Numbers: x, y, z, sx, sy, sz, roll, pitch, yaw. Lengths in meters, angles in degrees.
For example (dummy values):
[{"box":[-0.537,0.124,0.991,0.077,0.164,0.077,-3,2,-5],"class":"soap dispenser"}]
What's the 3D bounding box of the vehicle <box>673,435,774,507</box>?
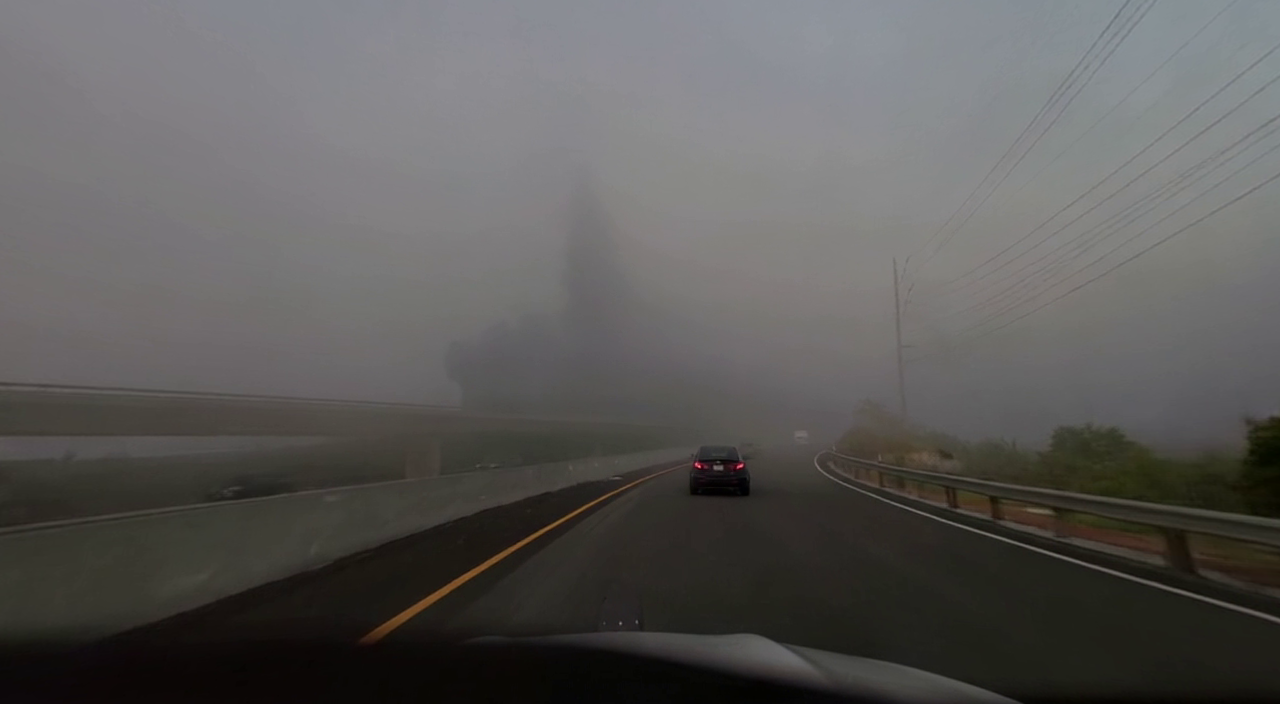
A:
[{"box":[2.017,2.841,15.509,2.091,1.482,4.321,-1,-9,7],"class":"vehicle"}]
